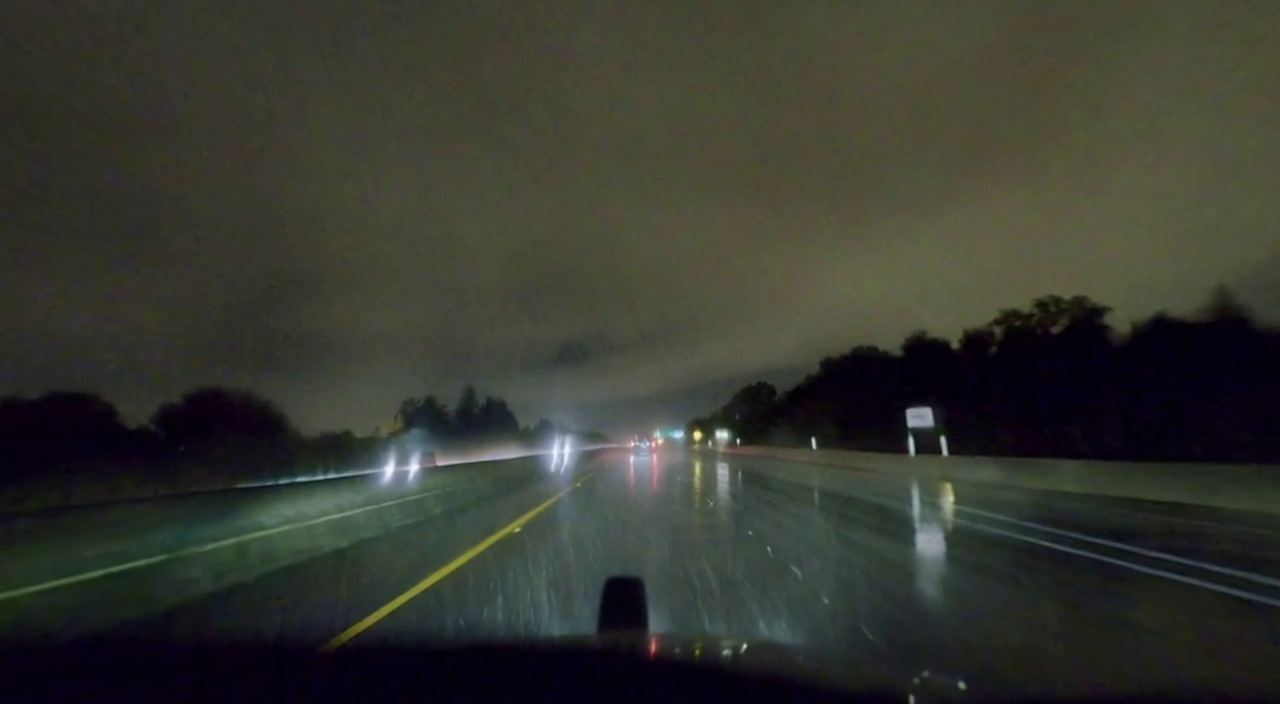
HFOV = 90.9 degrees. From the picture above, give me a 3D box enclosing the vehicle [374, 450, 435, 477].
[{"bbox_3d":[-13.752,6.525,37.135,1.847,1.458,4.352,0,-8,1],"label":"vehicle"}]
